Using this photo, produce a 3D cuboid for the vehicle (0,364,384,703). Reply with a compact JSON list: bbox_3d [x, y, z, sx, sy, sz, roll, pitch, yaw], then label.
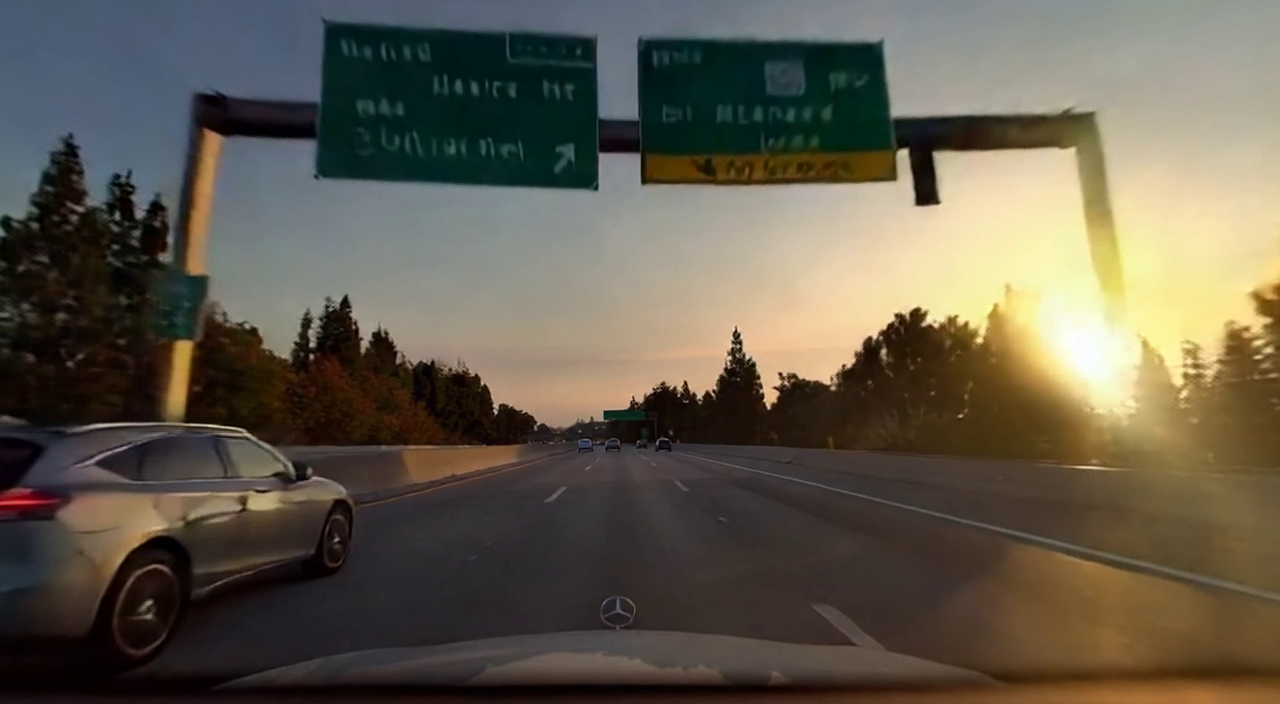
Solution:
[{"bbox_3d":[-3.760,1.161,4.513,2.074,1.652,4.273,0,-8,-1],"label":"vehicle"}]
